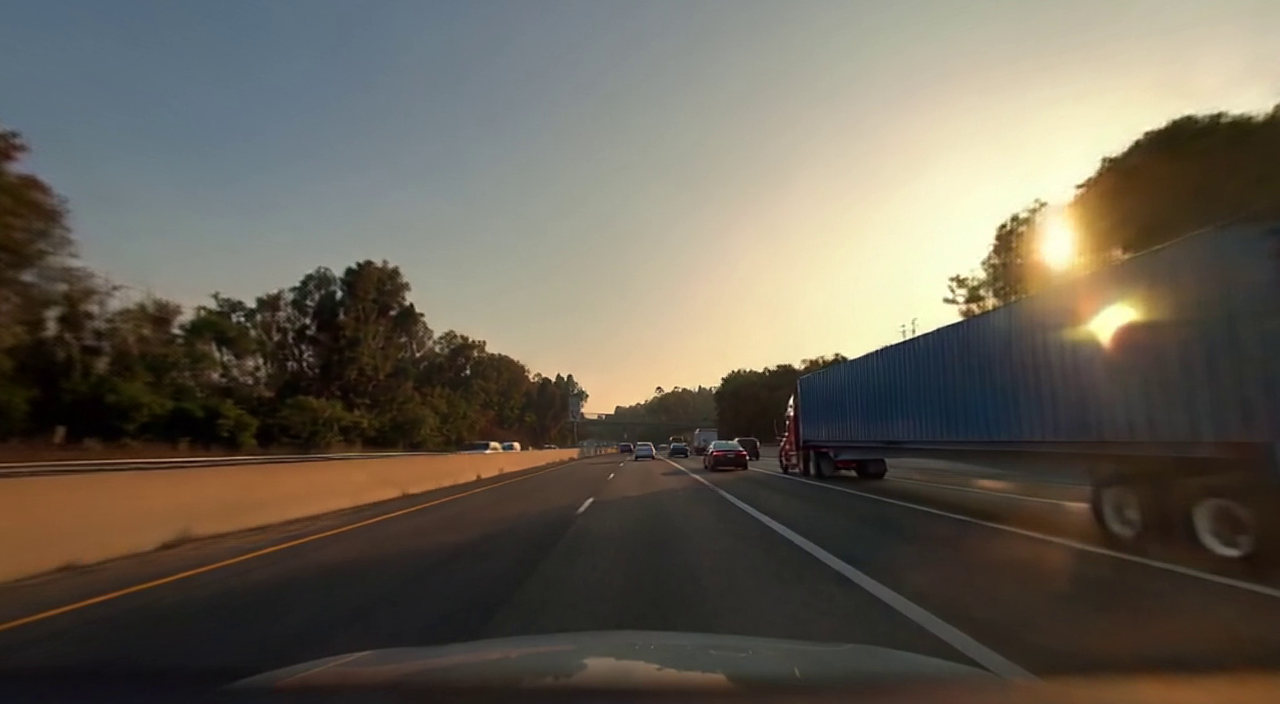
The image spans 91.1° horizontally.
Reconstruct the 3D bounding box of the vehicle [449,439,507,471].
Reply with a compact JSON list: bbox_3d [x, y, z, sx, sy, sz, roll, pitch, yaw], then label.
[{"bbox_3d":[-9.618,6.112,37.605,2.121,1.775,4.656,0,-8,2],"label":"vehicle"}]

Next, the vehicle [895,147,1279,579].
[{"bbox_3d":[7.406,0.696,9.952,2.784,4.002,9.298,0,-8,0],"label":"vehicle"}]

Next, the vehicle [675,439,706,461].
[{"bbox_3d":[3.932,7.755,49.727,2.084,1.668,4.511,0,-8,0],"label":"vehicle"}]

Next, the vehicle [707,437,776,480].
[{"bbox_3d":[3.851,4.135,24.639,1.888,1.501,4.608,0,-8,0],"label":"vehicle"}]

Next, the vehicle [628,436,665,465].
[{"bbox_3d":[0.431,6.418,41.056,2.313,1.736,4.215,0,-8,1],"label":"vehicle"}]
